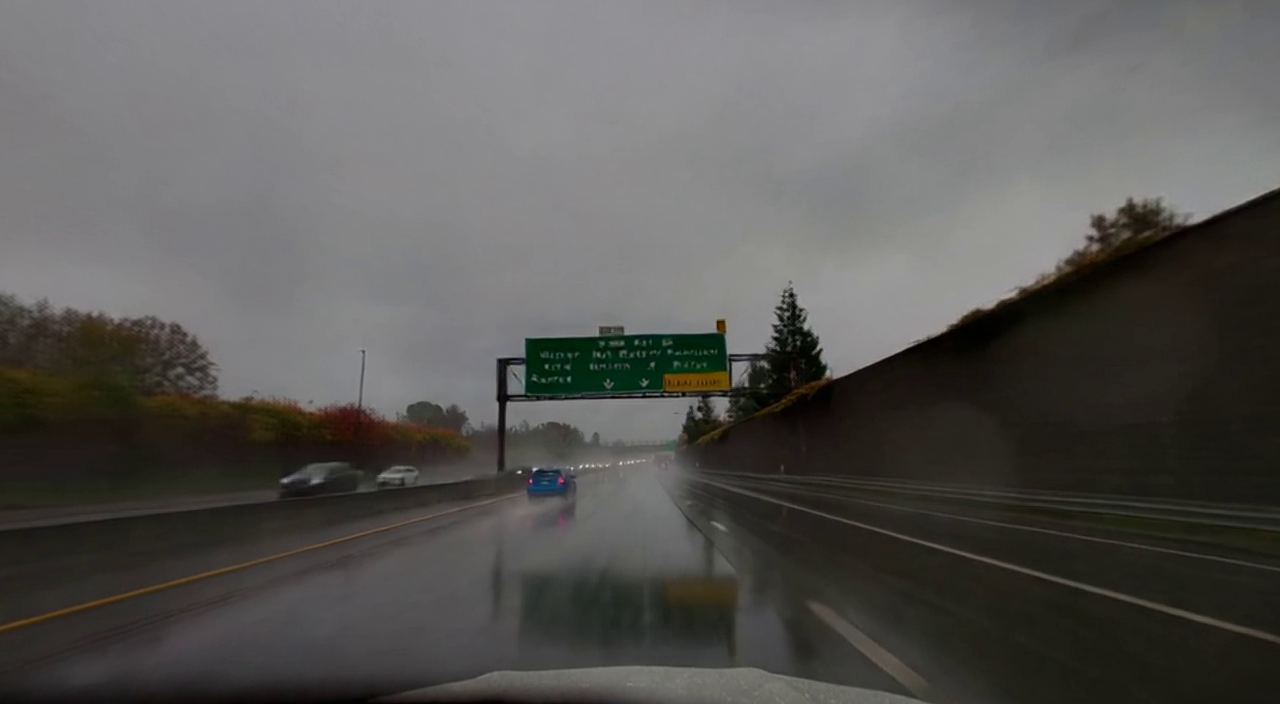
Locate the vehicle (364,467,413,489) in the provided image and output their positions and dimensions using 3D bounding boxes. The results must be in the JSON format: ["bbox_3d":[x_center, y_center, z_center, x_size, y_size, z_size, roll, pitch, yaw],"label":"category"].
[{"bbox_3d":[-17.940,9.006,45.123,1.751,1.433,4.152,1,-10,1],"label":"vehicle"}]

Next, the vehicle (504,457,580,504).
[{"bbox_3d":[-3.498,4.710,23.355,2.045,1.487,4.582,1,-10,0],"label":"vehicle"}]
